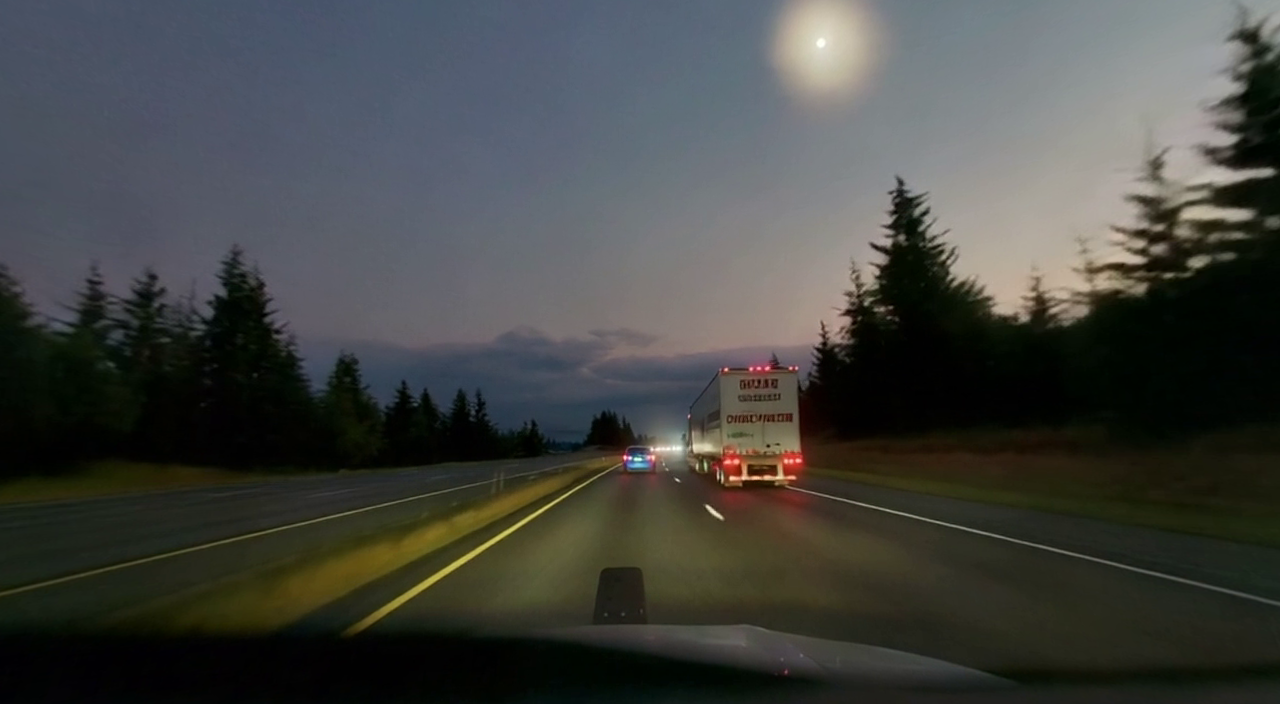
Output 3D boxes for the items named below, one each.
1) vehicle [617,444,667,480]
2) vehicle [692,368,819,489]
[{"bbox_3d":[0.065,4.914,28.243,2.074,1.475,3.960,0,-9,0],"label":"vehicle"},{"bbox_3d":[4.476,3.681,28.481,2.909,4.074,14.457,0,-9,0],"label":"vehicle"}]
